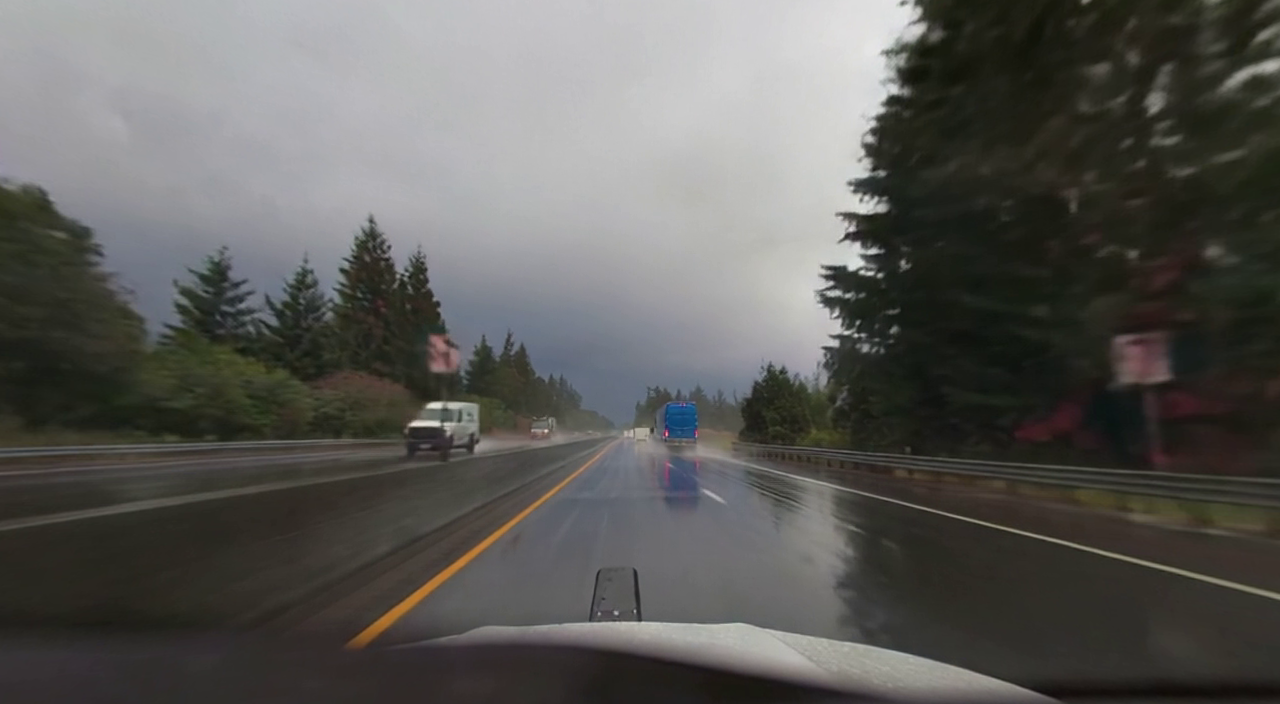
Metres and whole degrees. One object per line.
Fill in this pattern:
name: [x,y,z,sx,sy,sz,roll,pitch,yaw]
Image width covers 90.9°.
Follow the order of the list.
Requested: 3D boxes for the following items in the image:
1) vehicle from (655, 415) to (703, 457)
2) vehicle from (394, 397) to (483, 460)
vehicle: [2.507,5.646,42.391,2.570,2.596,6.082,0,-8,-3]
vehicle: [-9.580,3.751,30.639,2.420,2.722,6.220,0,-8,-2]
